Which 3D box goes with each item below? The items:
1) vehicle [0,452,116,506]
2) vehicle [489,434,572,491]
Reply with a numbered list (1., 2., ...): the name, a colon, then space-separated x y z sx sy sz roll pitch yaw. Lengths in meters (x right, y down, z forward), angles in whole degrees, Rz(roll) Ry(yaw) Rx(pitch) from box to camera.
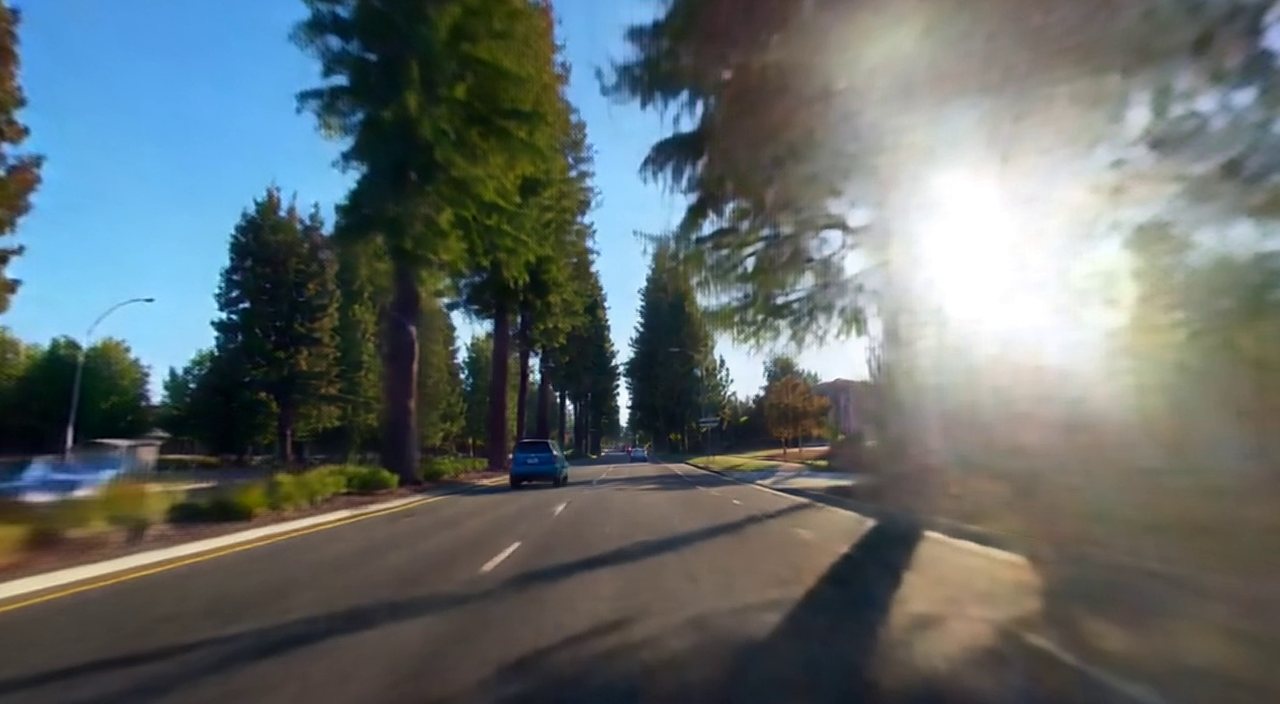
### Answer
1. vehicle: -20.931 4.298 21.850 1.875 1.602 4.317 0 -8 0
2. vehicle: -3.627 3.750 21.785 2.078 1.748 4.279 0 -8 1
